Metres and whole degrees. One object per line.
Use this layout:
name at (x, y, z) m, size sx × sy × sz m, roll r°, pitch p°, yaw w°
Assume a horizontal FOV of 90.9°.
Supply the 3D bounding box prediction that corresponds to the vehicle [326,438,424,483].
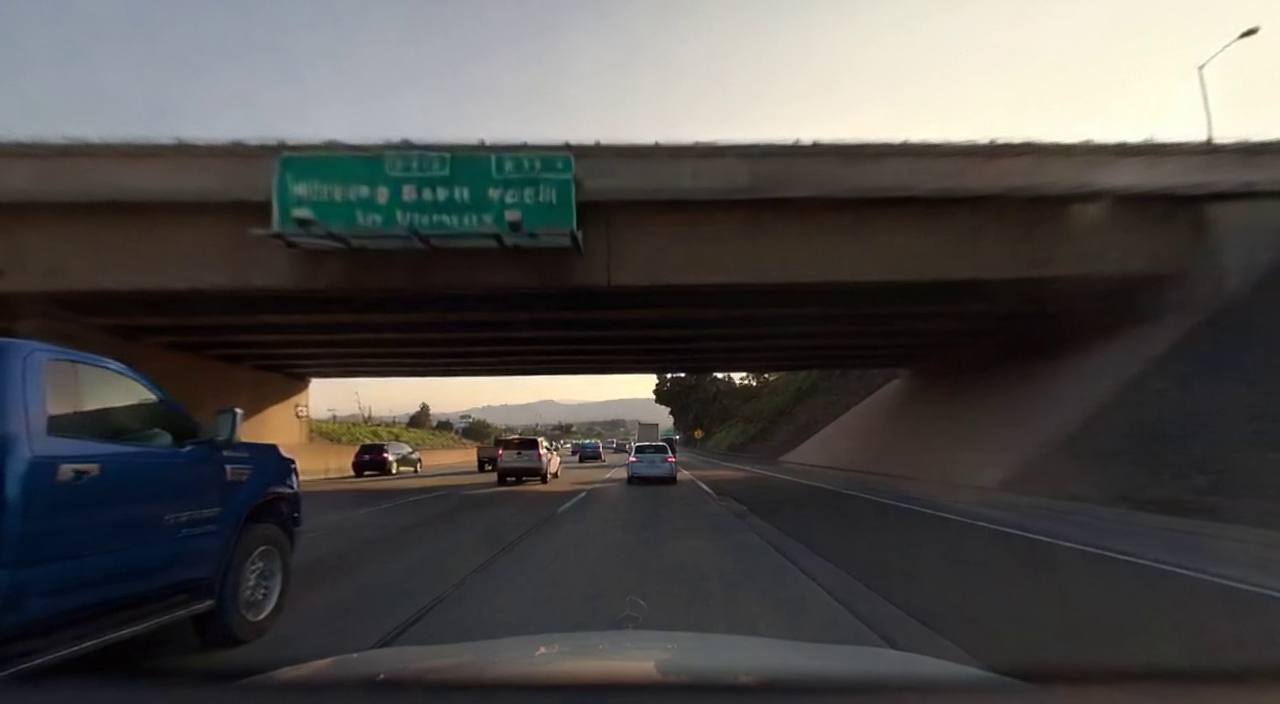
vehicle at (-10.479, 4.302, 25.312) m, size 1.941 × 1.602 × 4.277 m, roll 0°, pitch -8°, yaw 2°

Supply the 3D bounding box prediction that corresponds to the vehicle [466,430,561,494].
vehicle at (-3.685, 3.280, 19.179) m, size 1.903 × 1.721 × 4.210 m, roll 0°, pitch -8°, yaw 1°

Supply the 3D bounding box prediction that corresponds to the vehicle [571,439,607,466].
vehicle at (-3.211, 6.424, 40.552) m, size 1.897 × 1.646 × 4.049 m, roll 0°, pitch -8°, yaw 1°

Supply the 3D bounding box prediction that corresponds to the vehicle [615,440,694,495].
vehicle at (0.376, 3.321, 18.513) m, size 2.054 × 1.421 × 4.090 m, roll 0°, pitch -8°, yaw 0°

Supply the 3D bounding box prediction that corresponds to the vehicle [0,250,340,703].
vehicle at (-3.487, 0.587, 1.735) m, size 2.269 × 2.060 × 5.933 m, roll 0°, pitch -8°, yaw 1°
